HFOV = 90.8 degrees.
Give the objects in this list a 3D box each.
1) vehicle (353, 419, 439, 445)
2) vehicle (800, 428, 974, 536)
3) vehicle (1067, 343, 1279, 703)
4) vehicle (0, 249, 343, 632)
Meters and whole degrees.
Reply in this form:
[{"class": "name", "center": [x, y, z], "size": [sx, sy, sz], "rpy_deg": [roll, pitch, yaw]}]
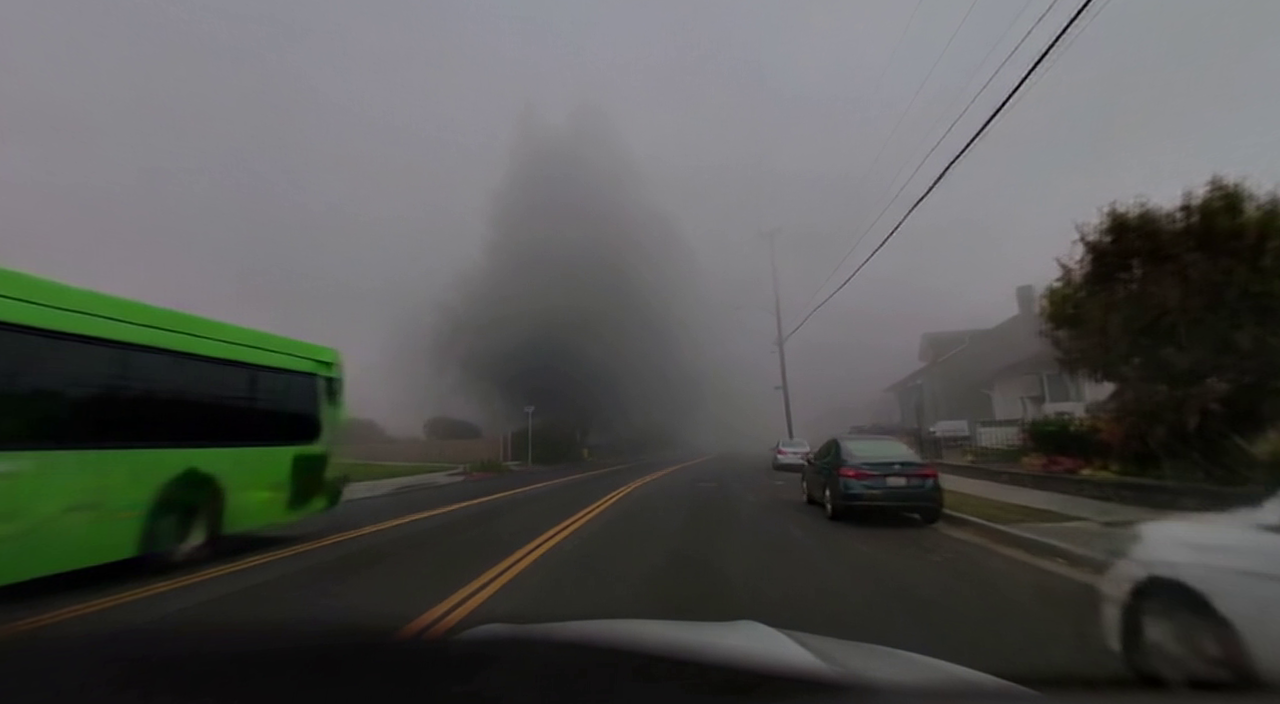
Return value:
[{"class": "vehicle", "center": [-14.644, 4.835, 38.048], "size": [4.407, 1.478, 1.973], "rpy_deg": [-2, -9, 11]}, {"class": "vehicle", "center": [3.820, 2.037, 10.470], "size": [1.665, 1.425, 3.727], "rpy_deg": [-1, -8, 5]}, {"class": "vehicle", "center": [3.080, 0.633, 1.123], "size": [1.984, 1.601, 3.994], "rpy_deg": [-1, -8, 4]}, {"class": "vehicle", "center": [-7.213, 0.580, 4.205], "size": [3.577, 3.168, 13.108], "rpy_deg": [-1, -9, 3]}]
